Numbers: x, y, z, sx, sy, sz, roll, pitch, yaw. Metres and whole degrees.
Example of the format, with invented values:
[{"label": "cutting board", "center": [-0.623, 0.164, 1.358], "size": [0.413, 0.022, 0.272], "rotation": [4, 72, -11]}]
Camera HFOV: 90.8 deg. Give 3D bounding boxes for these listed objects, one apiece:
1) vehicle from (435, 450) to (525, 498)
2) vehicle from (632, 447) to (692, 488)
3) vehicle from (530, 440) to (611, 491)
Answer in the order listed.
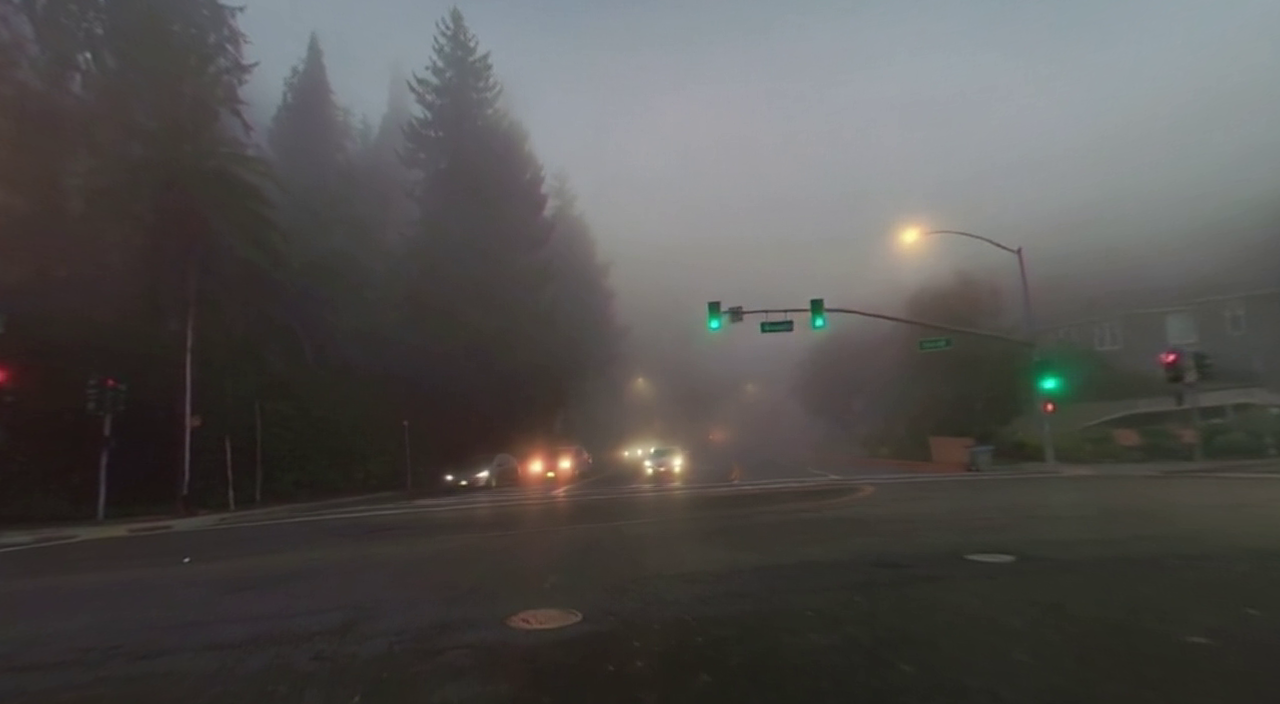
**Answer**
[{"label": "vehicle", "center": [-6.685, 5.157, 27.108], "size": [2.241, 1.819, 4.690], "rotation": [-1, -9, 6]}, {"label": "vehicle", "center": [0.983, 4.621, 25.721], "size": [2.174, 1.477, 4.805], "rotation": [-1, -9, 5]}, {"label": "vehicle", "center": [-2.852, 4.873, 27.504], "size": [2.479, 1.977, 5.254], "rotation": [-1, -9, 5]}]
